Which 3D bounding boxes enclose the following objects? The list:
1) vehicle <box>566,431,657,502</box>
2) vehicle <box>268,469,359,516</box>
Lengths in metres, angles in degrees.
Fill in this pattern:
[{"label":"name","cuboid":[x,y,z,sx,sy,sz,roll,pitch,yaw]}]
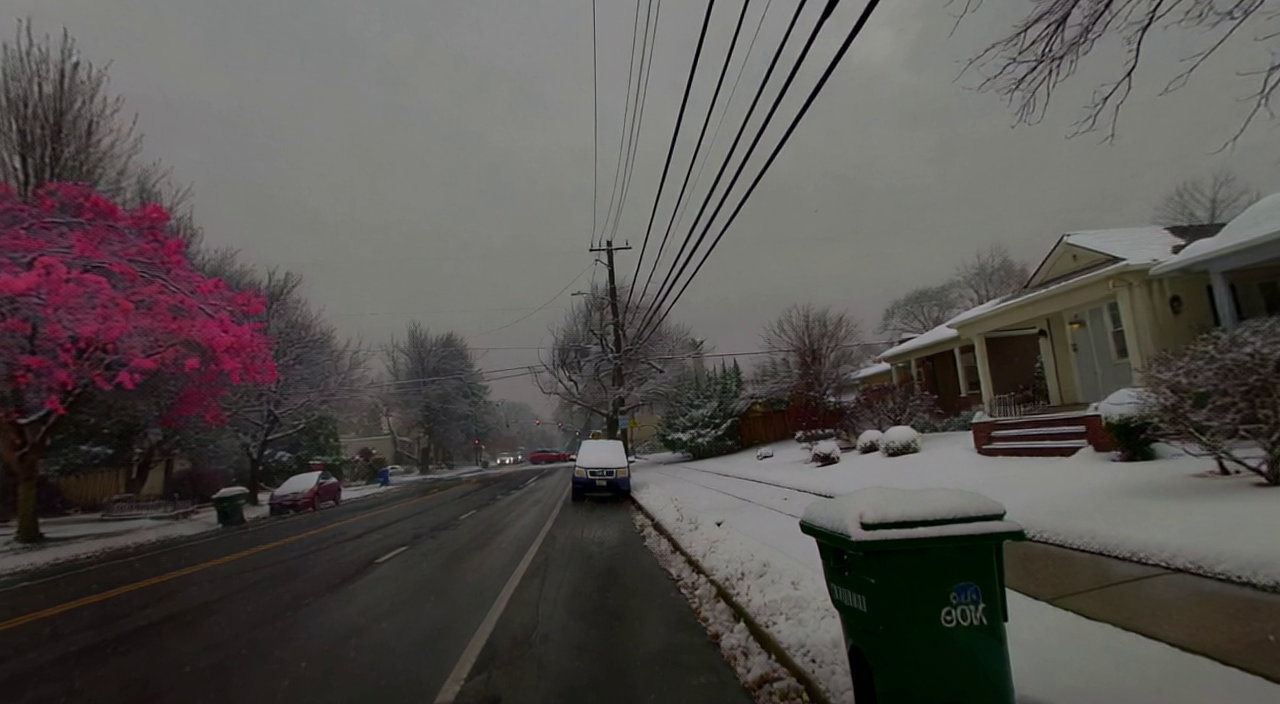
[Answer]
[{"label":"vehicle","cuboid":[-0.846,3.074,17.393,2.190,1.708,4.115,0,-8,-4]},{"label":"vehicle","cuboid":[-13.790,5.914,26.972,1.982,1.660,4.142,1,-8,-6]}]
